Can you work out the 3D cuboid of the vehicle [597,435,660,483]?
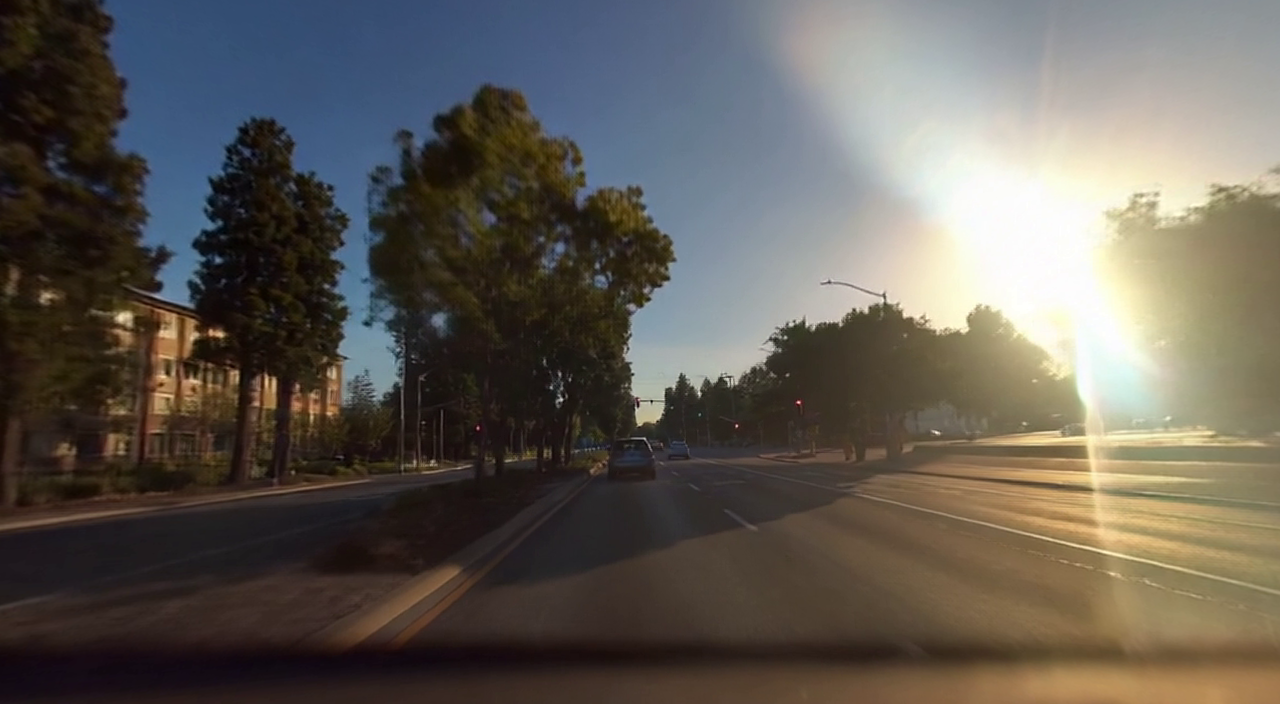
[{"bbox_3d":[-0.411,4.013,23.948,2.181,1.639,4.127,0,-8,0],"label":"vehicle"}]
